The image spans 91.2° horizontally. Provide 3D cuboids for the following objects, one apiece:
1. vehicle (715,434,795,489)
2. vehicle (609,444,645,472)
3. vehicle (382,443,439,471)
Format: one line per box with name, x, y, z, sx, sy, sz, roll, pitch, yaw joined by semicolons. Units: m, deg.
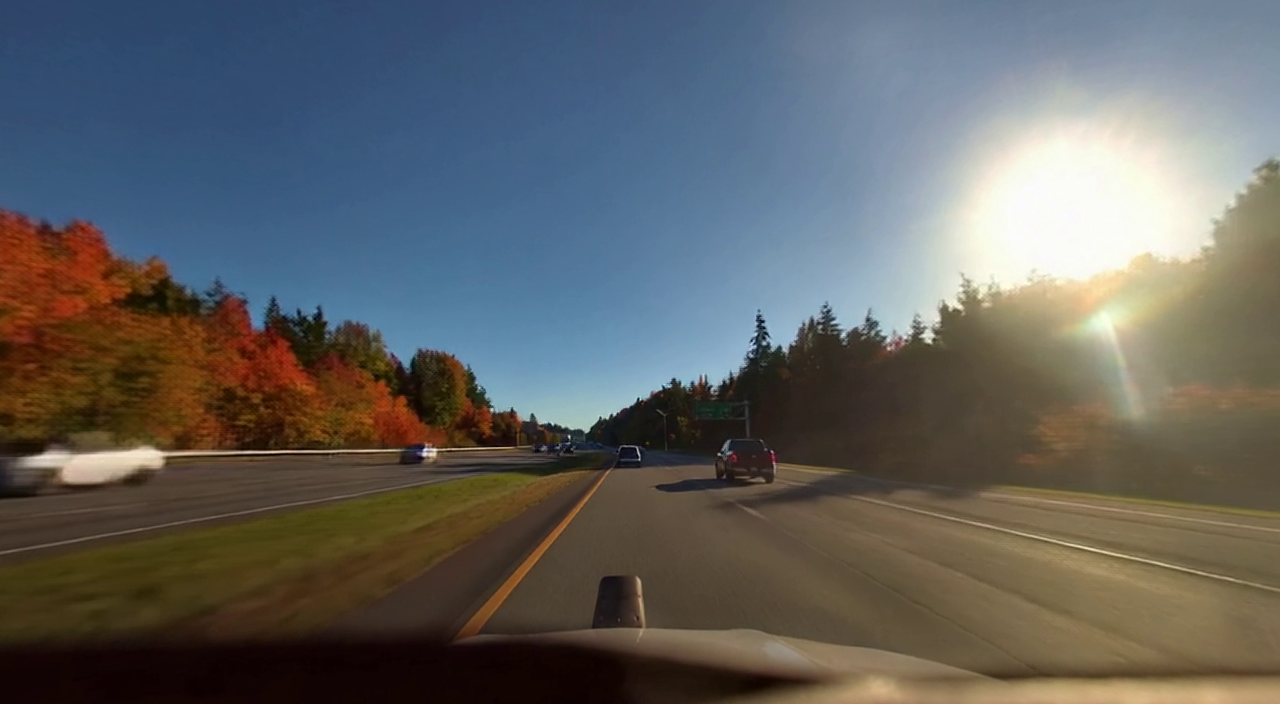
vehicle;3.927;3.834;22.168;1.982;1.745;4.151;0;-9;-1
vehicle;-0.823;6.756;40.064;2.151;1.693;4.201;0;-9;-1
vehicle;-13.056;5.990;35.823;1.842;1.486;3.745;0;-9;0
